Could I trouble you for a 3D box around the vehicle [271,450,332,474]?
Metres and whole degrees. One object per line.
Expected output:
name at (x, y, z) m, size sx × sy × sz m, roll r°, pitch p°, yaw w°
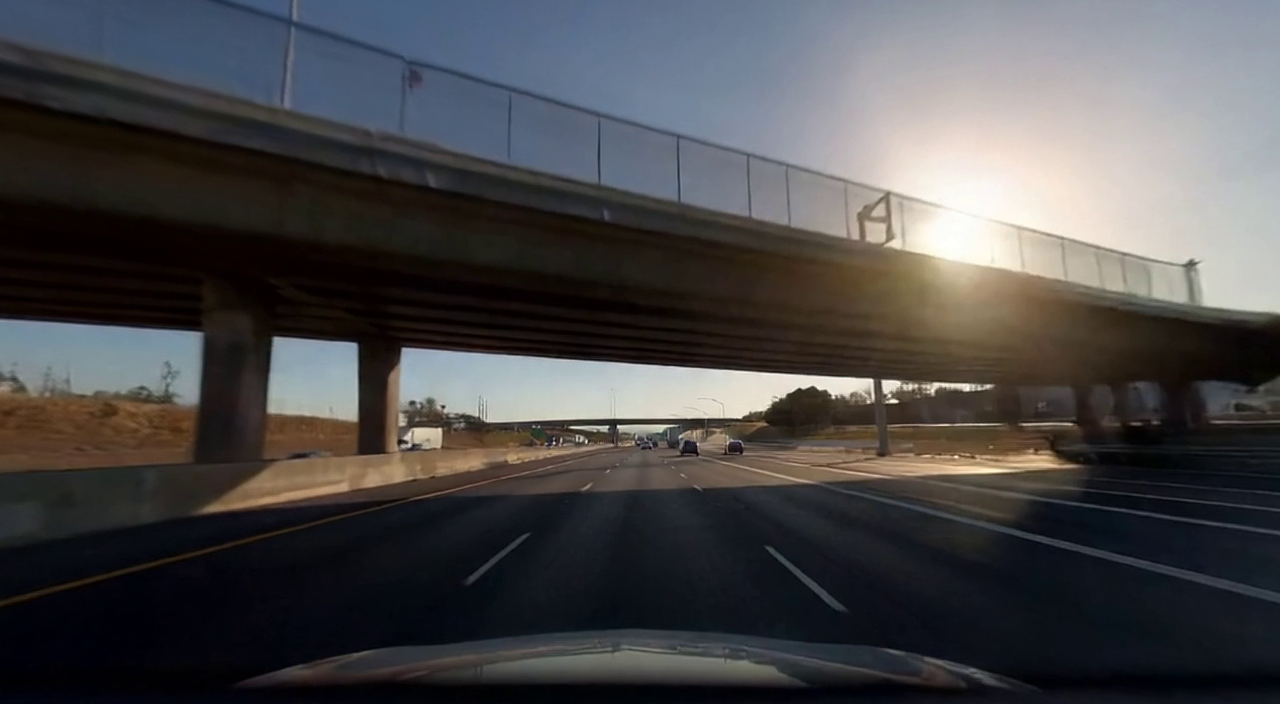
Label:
vehicle at (-25.254, 8.208, 47.290) m, size 1.963 × 1.581 × 4.646 m, roll 0°, pitch -8°, yaw 1°
